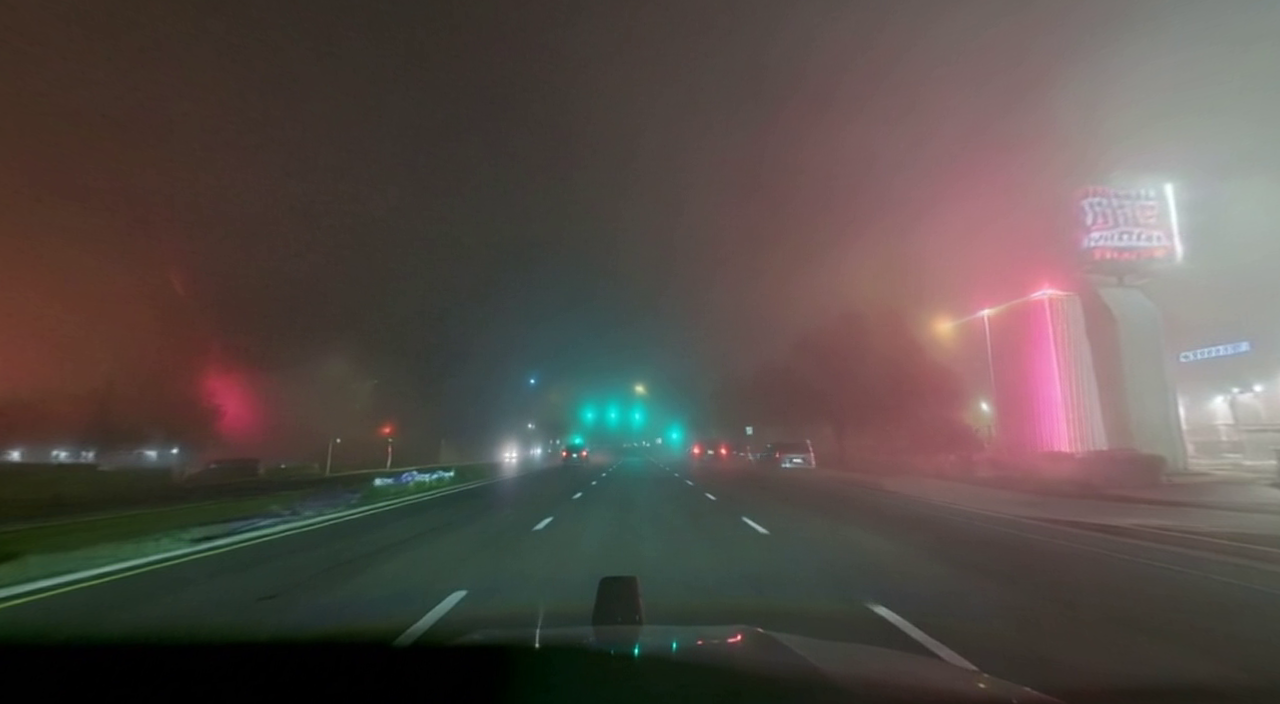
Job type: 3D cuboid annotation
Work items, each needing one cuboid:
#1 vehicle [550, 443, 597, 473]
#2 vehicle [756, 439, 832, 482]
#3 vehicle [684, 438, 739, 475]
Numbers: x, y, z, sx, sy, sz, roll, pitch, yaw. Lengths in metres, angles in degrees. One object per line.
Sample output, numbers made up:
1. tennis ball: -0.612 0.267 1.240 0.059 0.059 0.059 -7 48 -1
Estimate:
1. vehicle: -3.354 5.453 32.624 2.005 1.477 4.169 0 -8 0
2. vehicle: 6.766 4.794 28.234 2.182 1.744 4.600 0 -8 -1
3. vehicle: 3.545 5.270 31.933 2.083 1.743 4.354 0 -8 -3
